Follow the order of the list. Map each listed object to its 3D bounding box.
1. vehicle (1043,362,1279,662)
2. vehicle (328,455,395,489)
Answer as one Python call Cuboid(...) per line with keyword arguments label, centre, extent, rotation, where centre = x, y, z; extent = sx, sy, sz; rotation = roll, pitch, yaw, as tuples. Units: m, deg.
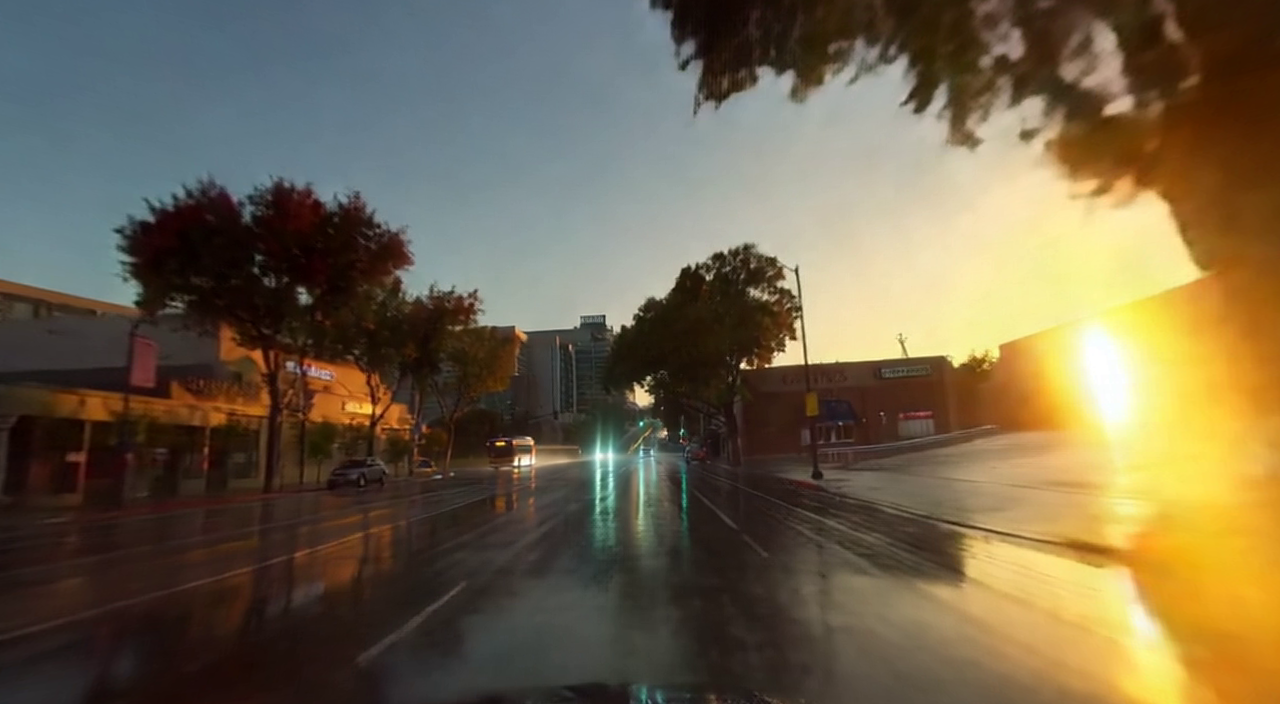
Cuboid(label="vehicle", centre=(5.055, 0.929, 3.486), extent=(2.241, 1.832, 5.234), rotation=(0, -8, 1))
Cuboid(label="vehicle", centre=(-17.020, 7.316, 38.736), extent=(1.896, 1.844, 4.620), rotation=(0, -8, 1))
